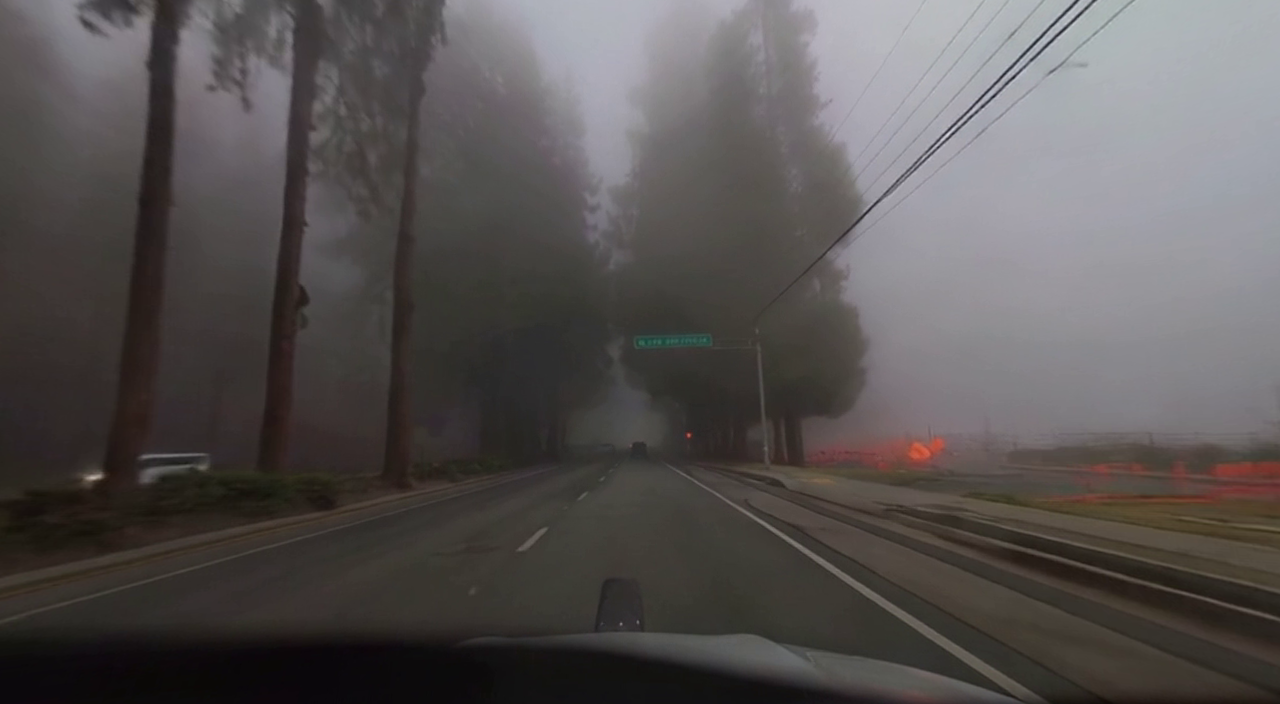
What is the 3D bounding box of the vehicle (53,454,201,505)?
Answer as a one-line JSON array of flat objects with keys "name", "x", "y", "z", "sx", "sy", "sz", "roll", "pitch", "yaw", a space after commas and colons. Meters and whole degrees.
[{"name": "vehicle", "x": -20.212, "y": 4.994, "z": 25.210, "sx": 2.076, "sy": 1.663, "sz": 4.545, "roll": -3, "pitch": -9, "yaw": 0}]
